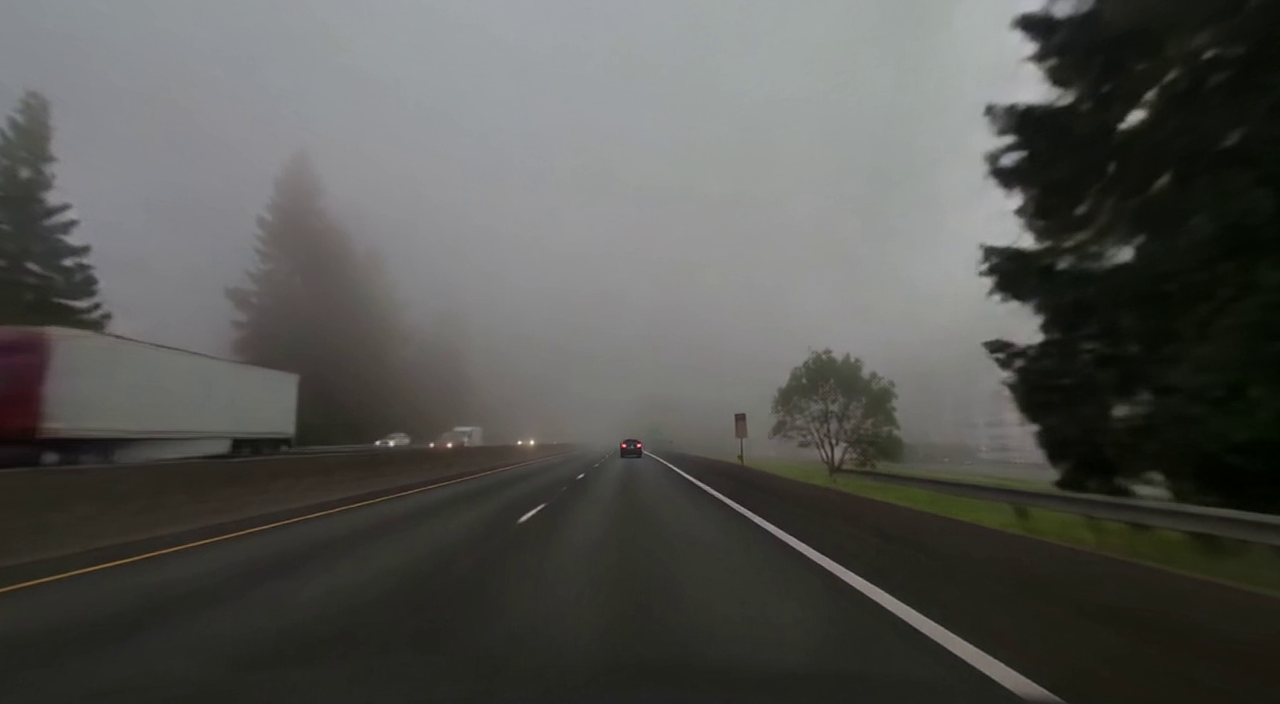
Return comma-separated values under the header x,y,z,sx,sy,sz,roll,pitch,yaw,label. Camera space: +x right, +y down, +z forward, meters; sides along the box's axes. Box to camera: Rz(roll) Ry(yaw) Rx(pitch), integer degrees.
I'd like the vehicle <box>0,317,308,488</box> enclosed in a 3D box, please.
x,y,z,sx,sy,sz,roll,pitch,yaw,label
-16.570,2.132,21.744,3.036,4.094,13.534,0,-8,-1,vehicle

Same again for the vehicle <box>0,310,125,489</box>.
x,y,z,sx,sy,sz,roll,pitch,yaw,label
-16.409,1.150,14.897,2.982,4.135,6.215,-1,-8,-1,vehicle

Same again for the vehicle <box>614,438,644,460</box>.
x,y,z,sx,sy,sz,roll,pitch,yaw,label
-0.831,6.987,45.418,2.099,1.504,3.843,0,-8,-2,vehicle
